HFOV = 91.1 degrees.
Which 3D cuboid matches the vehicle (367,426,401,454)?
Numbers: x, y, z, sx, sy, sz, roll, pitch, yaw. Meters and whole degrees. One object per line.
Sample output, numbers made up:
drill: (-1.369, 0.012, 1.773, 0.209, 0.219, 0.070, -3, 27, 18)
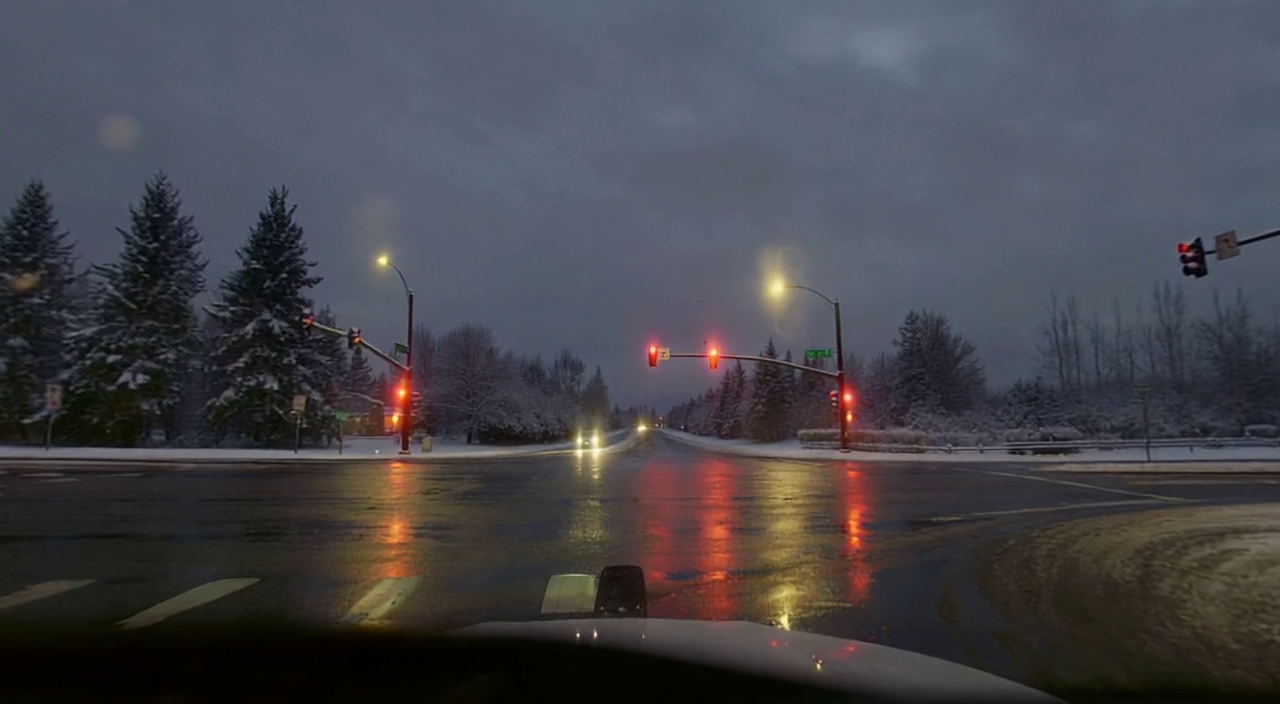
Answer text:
vehicle: (-19.954, 6.867, 48.892, 1.873, 2.079, 2.879, 5, -10, -32)
